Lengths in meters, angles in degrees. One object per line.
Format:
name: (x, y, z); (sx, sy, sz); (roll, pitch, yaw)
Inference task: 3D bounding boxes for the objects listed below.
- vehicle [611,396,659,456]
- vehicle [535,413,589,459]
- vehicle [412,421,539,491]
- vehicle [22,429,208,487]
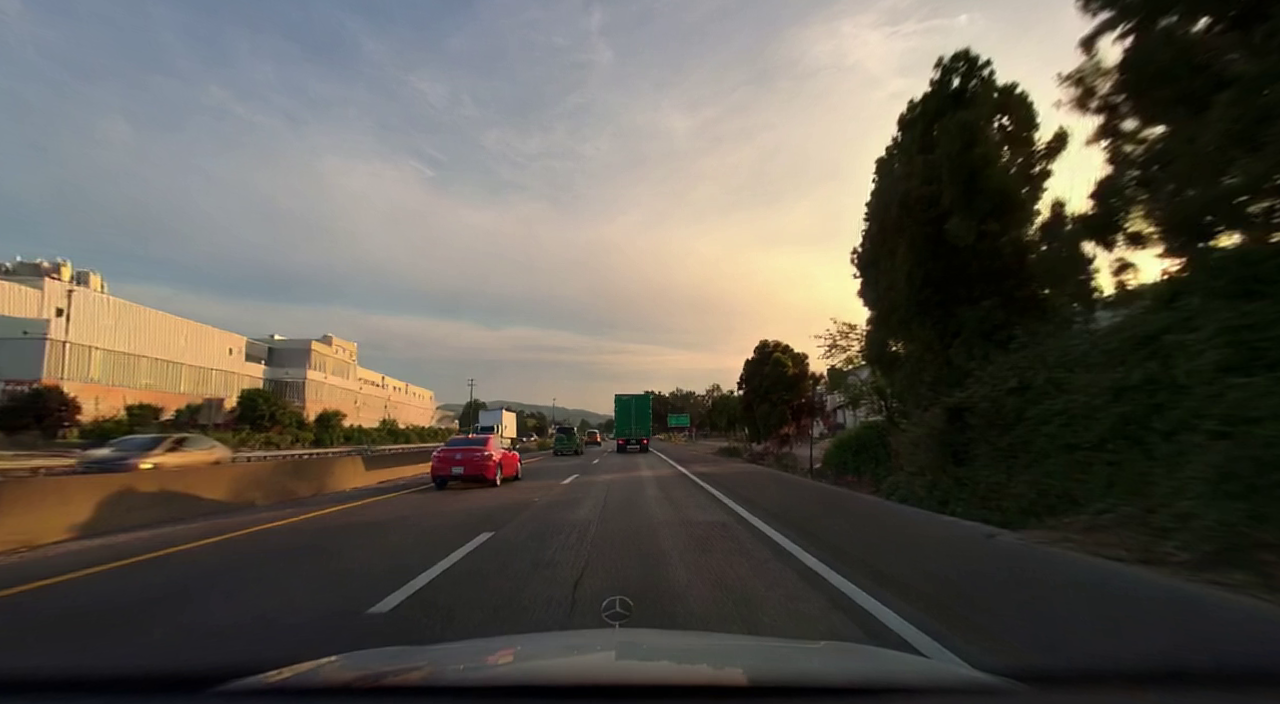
vehicle: (-0.484, 5.735, 48.255); (3.259, 4.066, 9.891); (0, -8, -2)
vehicle: (-4.826, 5.379, 40.303); (2.717, 2.714, 6.997); (0, -8, -2)
vehicle: (-4.182, 2.731, 17.030); (2.005, 1.602, 5.131); (0, -8, 1)
vehicle: (-17.155, 3.462, 21.037); (1.942, 1.687, 5.011); (0, -8, -1)
